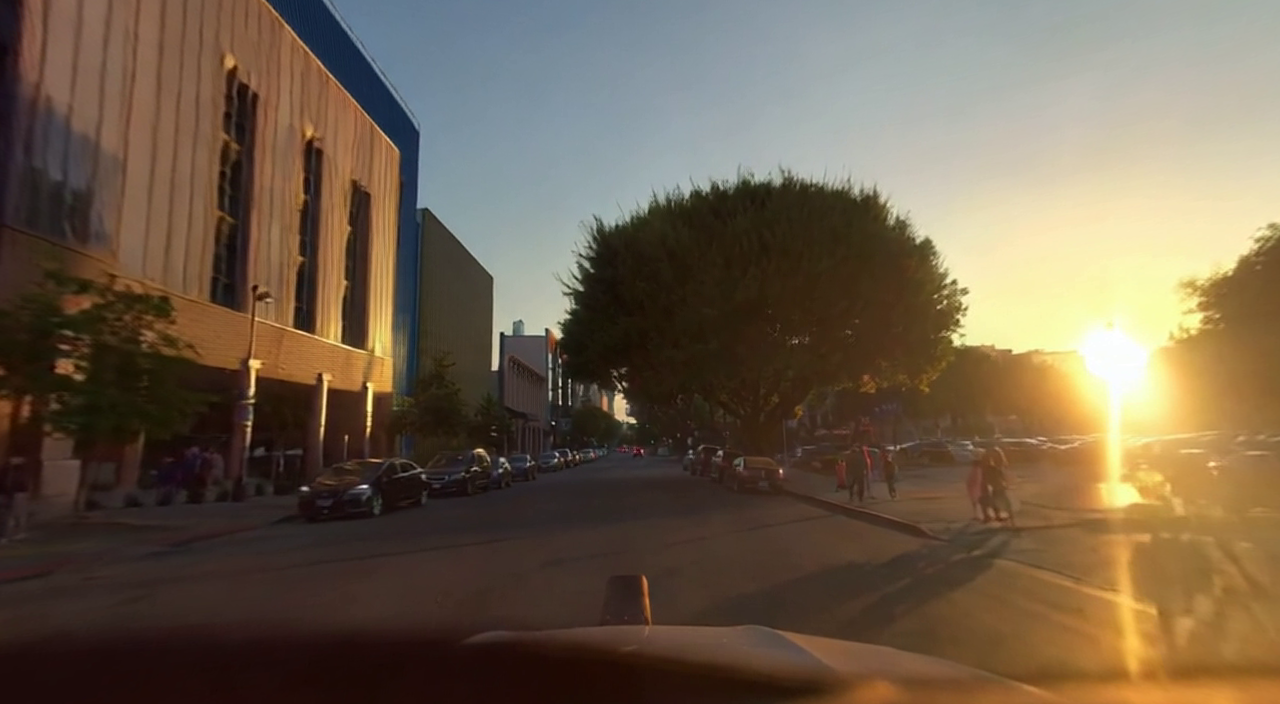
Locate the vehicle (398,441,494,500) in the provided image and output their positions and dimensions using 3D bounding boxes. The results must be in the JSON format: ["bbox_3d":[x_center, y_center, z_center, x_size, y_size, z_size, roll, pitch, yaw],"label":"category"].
[{"bbox_3d":[-6.910,4.224,23.101,2.238,1.891,4.780,0,-8,-3],"label":"vehicle"}]

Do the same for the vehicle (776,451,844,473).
[{"bbox_3d":[12.676,8.185,47.058,4.499,1.558,2.007,-5,-10,29],"label":"vehicle"}]

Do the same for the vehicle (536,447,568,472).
[{"bbox_3d":[-6.908,8.535,49.735,1.996,1.770,5.518,-2,-10,-3],"label":"vehicle"}]

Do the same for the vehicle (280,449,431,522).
[{"bbox_3d":[-6.964,3.256,16.074,1.917,1.487,4.659,-1,-8,-3],"label":"vehicle"}]

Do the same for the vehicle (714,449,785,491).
[{"bbox_3d":[4.324,4.729,25.607,1.973,1.494,4.867,0,-9,-1],"label":"vehicle"}]
